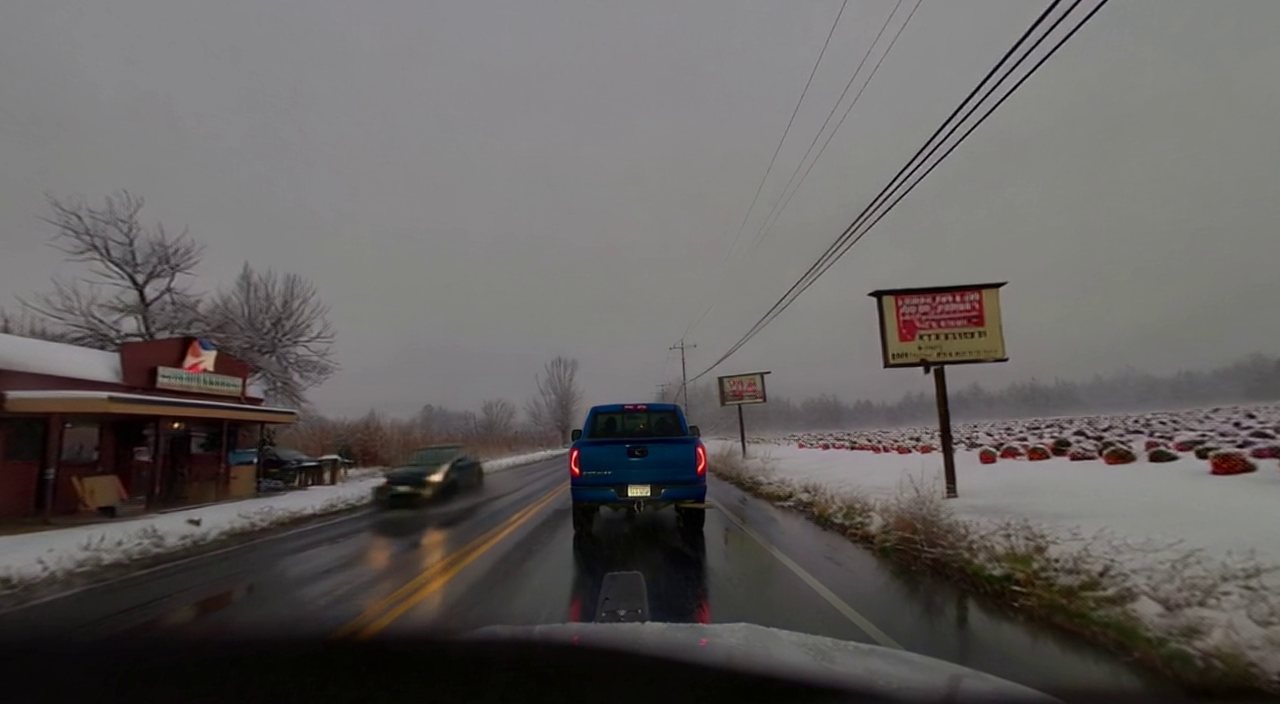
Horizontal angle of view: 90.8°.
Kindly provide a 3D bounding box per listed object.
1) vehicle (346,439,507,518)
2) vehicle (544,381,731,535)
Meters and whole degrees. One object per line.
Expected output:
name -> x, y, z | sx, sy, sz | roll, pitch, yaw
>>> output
vehicle -> -4.520, 2.730, 14.231 | 2.121, 1.473, 4.390 | 0, -8, -1
vehicle -> -0.116, 1.970, 12.182 | 2.693, 2.223, 5.885 | 0, -8, -2
